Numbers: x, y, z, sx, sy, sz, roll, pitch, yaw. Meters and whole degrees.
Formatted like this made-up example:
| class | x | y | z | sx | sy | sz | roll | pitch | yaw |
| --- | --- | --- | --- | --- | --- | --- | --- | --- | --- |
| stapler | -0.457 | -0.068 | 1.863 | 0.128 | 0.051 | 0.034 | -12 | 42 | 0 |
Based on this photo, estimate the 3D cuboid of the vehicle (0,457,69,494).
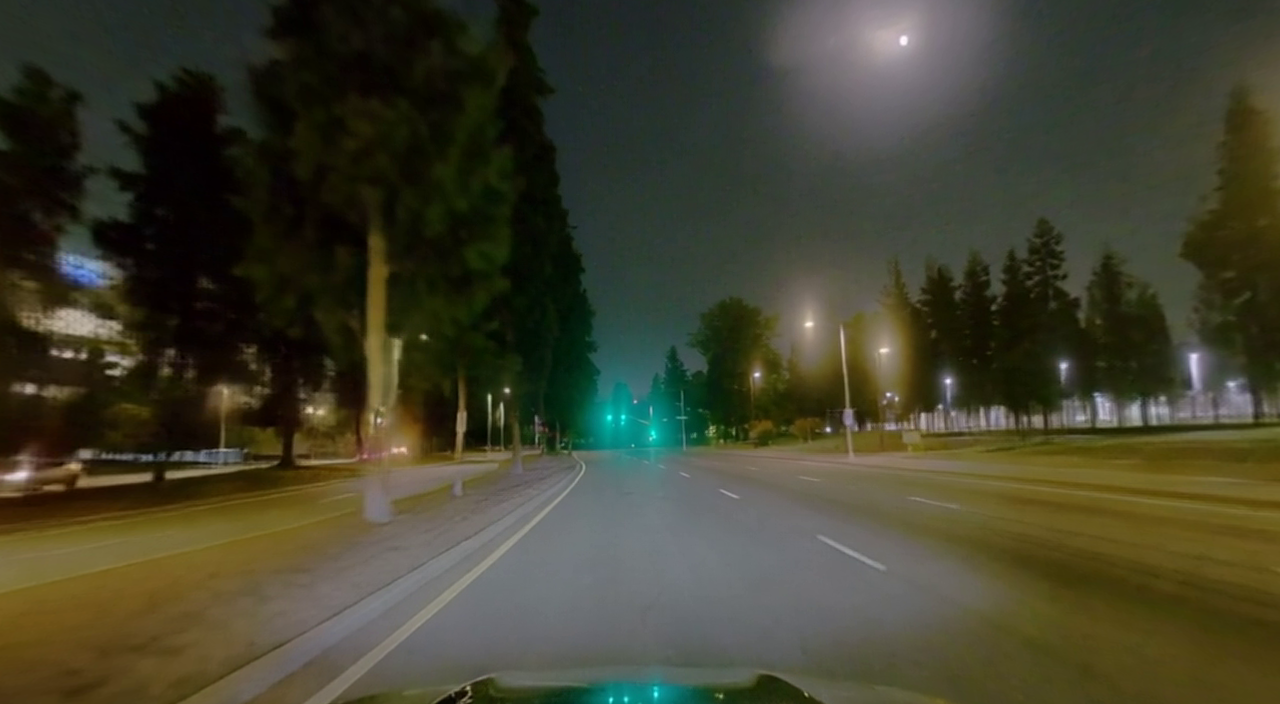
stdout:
| class | x | y | z | sx | sy | sz | roll | pitch | yaw |
| --- | --- | --- | --- | --- | --- | --- | --- | --- | --- |
| vehicle | -28.067 | 5.423 | 27.789 | 1.863 | 1.468 | 4.560 | 0 | -8 | -4 |
